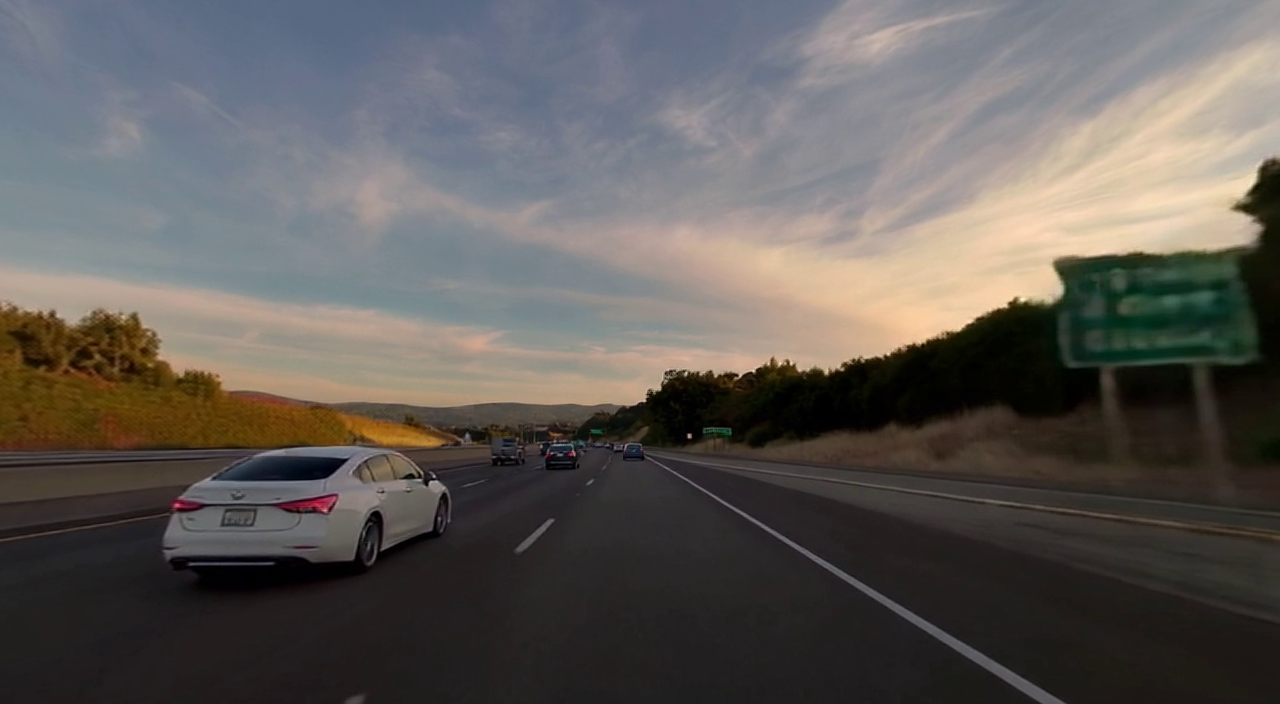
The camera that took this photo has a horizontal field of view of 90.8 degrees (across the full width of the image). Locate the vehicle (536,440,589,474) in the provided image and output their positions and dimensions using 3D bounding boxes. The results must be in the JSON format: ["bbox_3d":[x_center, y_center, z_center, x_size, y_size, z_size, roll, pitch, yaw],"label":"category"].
[{"bbox_3d":[-3.699,5.093,30.816,2.068,1.501,4.395,0,-8,-1],"label":"vehicle"}]

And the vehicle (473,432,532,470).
[{"bbox_3d":[-7.644,5.576,35.746,2.171,1.982,5.246,0,-8,-1],"label":"vehicle"}]

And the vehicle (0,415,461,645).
[{"bbox_3d":[-3.474,1.508,6.454,2.025,1.506,4.429,0,-8,0],"label":"vehicle"}]

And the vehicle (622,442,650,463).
[{"bbox_3d":[-0.364,7.563,47.645,2.018,1.508,4.087,0,-8,-2],"label":"vehicle"}]
